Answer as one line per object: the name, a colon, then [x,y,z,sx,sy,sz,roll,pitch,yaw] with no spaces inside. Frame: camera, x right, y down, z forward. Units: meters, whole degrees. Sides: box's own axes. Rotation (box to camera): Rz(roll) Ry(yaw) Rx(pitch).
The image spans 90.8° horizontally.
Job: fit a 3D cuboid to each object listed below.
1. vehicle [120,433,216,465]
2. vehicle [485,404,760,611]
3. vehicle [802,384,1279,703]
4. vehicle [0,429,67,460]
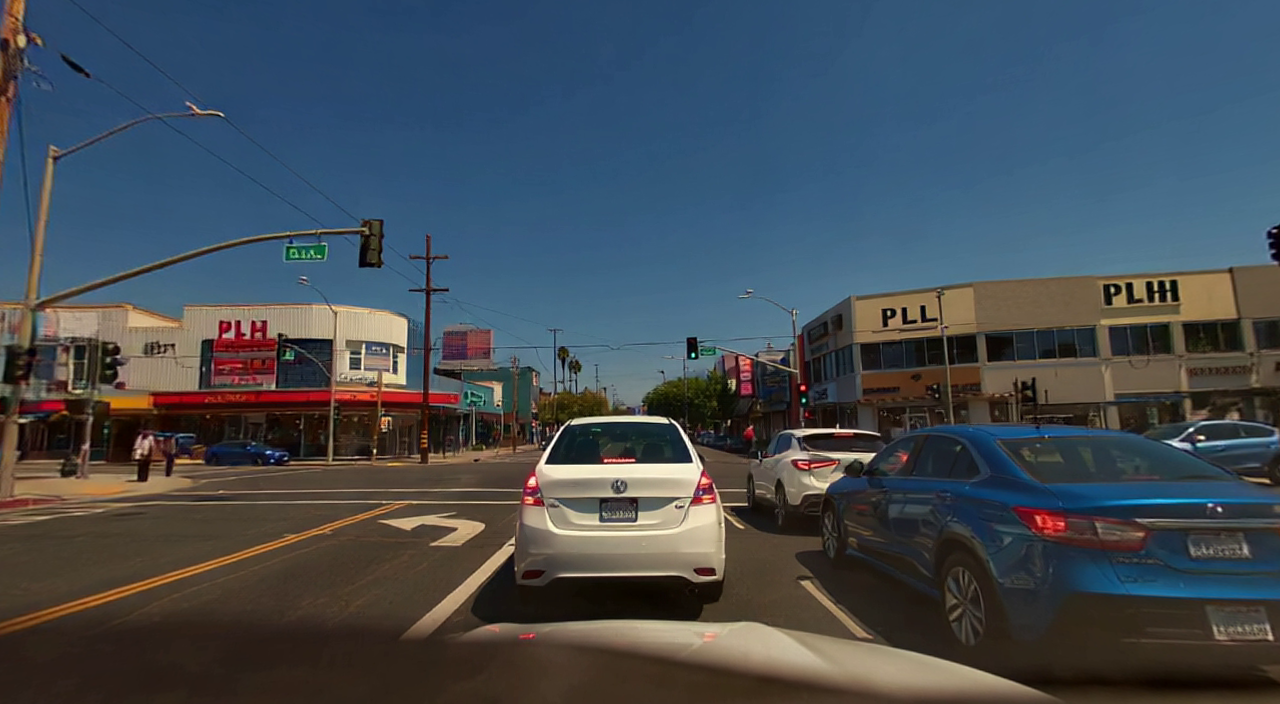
vehicle: [-25.384,5.215,33.989,4.253,1.570,2.132,-4,-9,23]
vehicle: [-0.132,1.551,7.312,2.123,1.589,4.702,0,-8,0]
vehicle: [3.033,1.311,5.465,1.983,1.654,4.354,0,-8,-2]
vehicle: [-34.556,5.178,35.390,4.164,1.652,2.087,-4,-9,26]
